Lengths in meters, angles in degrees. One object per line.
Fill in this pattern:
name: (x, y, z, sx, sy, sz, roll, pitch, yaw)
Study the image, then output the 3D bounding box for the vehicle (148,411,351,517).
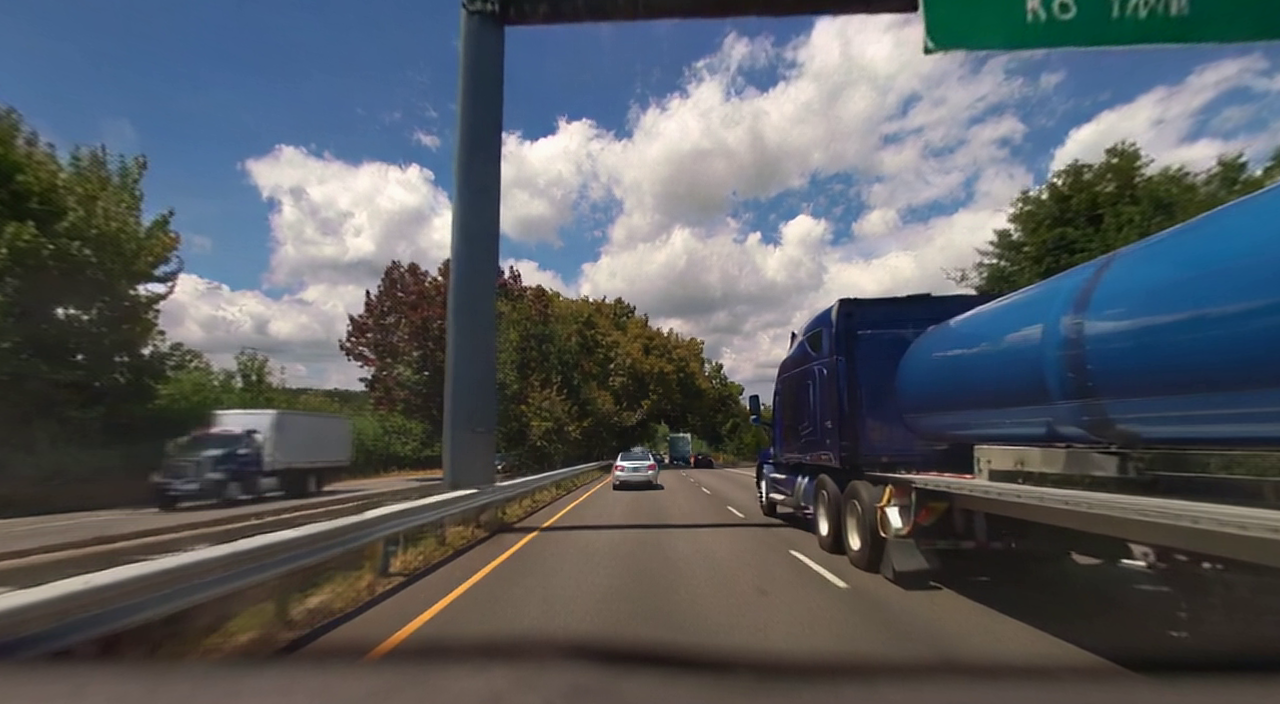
vehicle: (-12.148, 3.486, 20.501, 2.375, 2.798, 6.597, -2, -8, 0)

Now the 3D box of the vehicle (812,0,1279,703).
vehicle: (3.915, 0.107, 3.322, 2.694, 3.453, 11.641, 0, -9, 0)

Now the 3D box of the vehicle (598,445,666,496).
vehicle: (-0.224, 3.835, 20.674, 2.003, 1.490, 3.636, 0, -9, 0)
